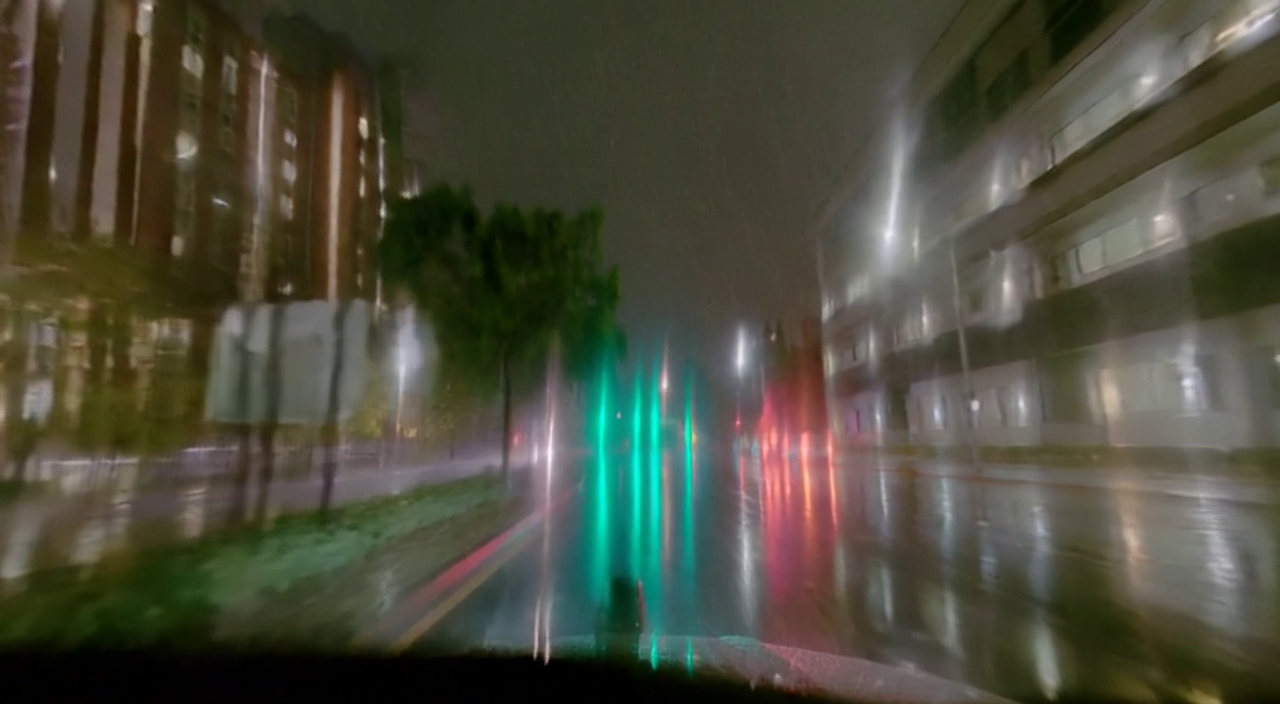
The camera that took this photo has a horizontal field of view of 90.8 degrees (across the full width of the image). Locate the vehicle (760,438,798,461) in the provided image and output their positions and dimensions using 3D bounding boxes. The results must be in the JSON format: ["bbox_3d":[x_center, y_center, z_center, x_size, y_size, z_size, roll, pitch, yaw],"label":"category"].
[{"bbox_3d":[10.370,7.309,47.431,1.889,1.631,4.021,0,-8,0],"label":"vehicle"}]

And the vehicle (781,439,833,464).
[{"bbox_3d":[10.293,6.187,39.259,1.956,1.462,4.306,0,-8,-1],"label":"vehicle"}]
